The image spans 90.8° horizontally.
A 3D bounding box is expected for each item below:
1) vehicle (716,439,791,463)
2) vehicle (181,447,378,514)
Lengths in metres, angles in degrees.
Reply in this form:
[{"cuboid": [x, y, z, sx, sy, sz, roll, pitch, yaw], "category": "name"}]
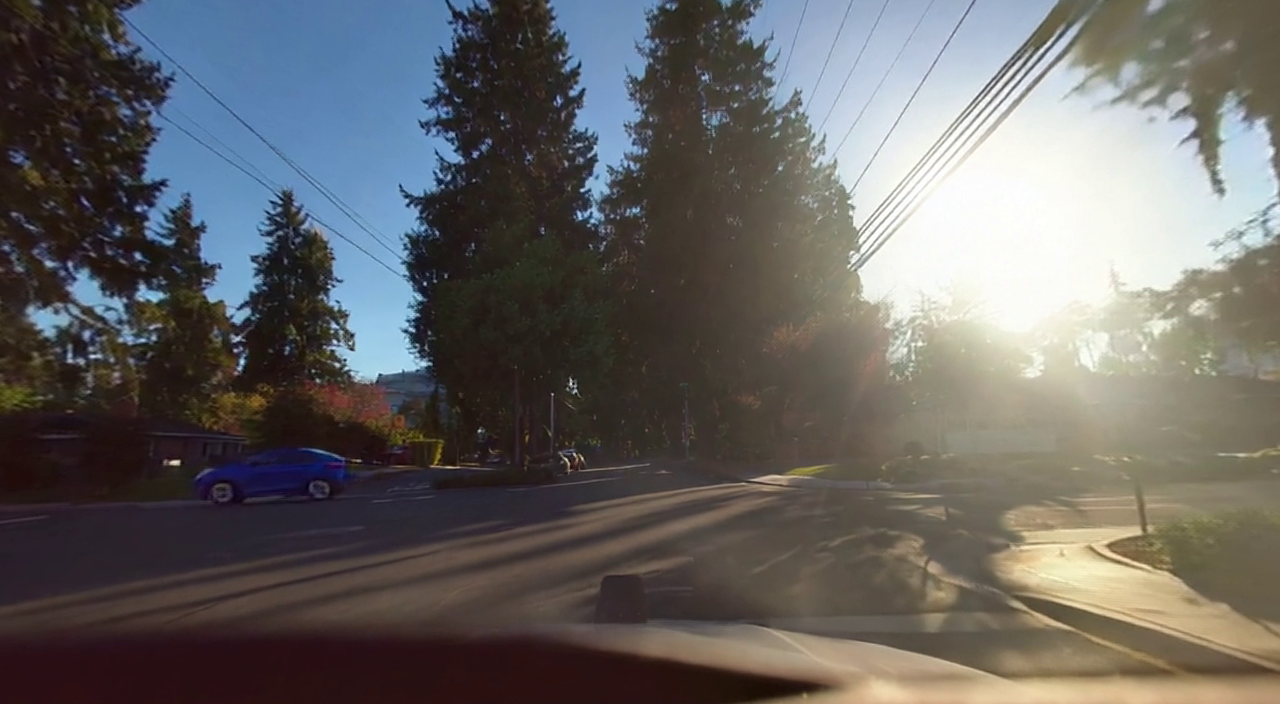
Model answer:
[{"cuboid": [7.959, 6.959, 44.506, 4.784, 1.647, 1.947, 0, -8, -4], "category": "vehicle"}, {"cuboid": [-9.961, 3.466, 17.639, 4.396, 1.596, 1.988, 6, -11, -38], "category": "vehicle"}]
